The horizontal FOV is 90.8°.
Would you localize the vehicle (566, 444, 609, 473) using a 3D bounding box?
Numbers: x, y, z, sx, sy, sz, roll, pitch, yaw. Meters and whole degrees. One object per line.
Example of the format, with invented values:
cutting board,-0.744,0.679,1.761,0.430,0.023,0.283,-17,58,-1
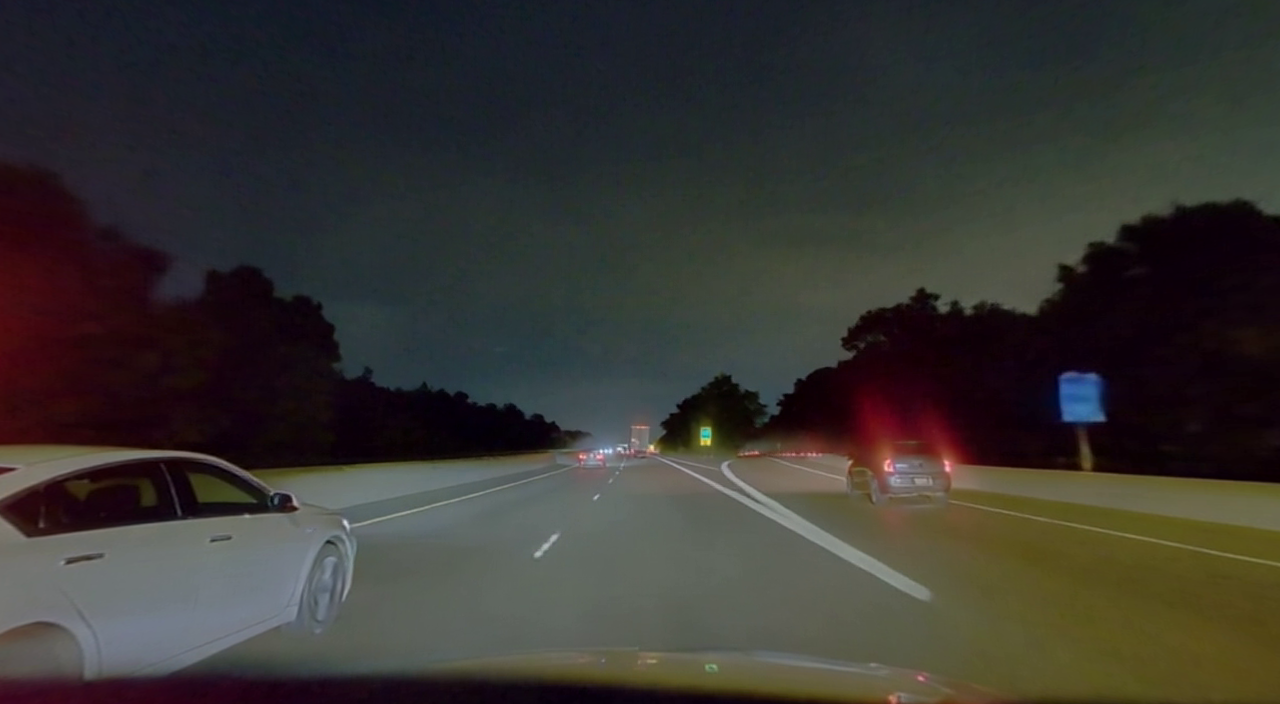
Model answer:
vehicle,-3.072,6.352,37.699,2.184,1.574,5.004,0,-9,0
